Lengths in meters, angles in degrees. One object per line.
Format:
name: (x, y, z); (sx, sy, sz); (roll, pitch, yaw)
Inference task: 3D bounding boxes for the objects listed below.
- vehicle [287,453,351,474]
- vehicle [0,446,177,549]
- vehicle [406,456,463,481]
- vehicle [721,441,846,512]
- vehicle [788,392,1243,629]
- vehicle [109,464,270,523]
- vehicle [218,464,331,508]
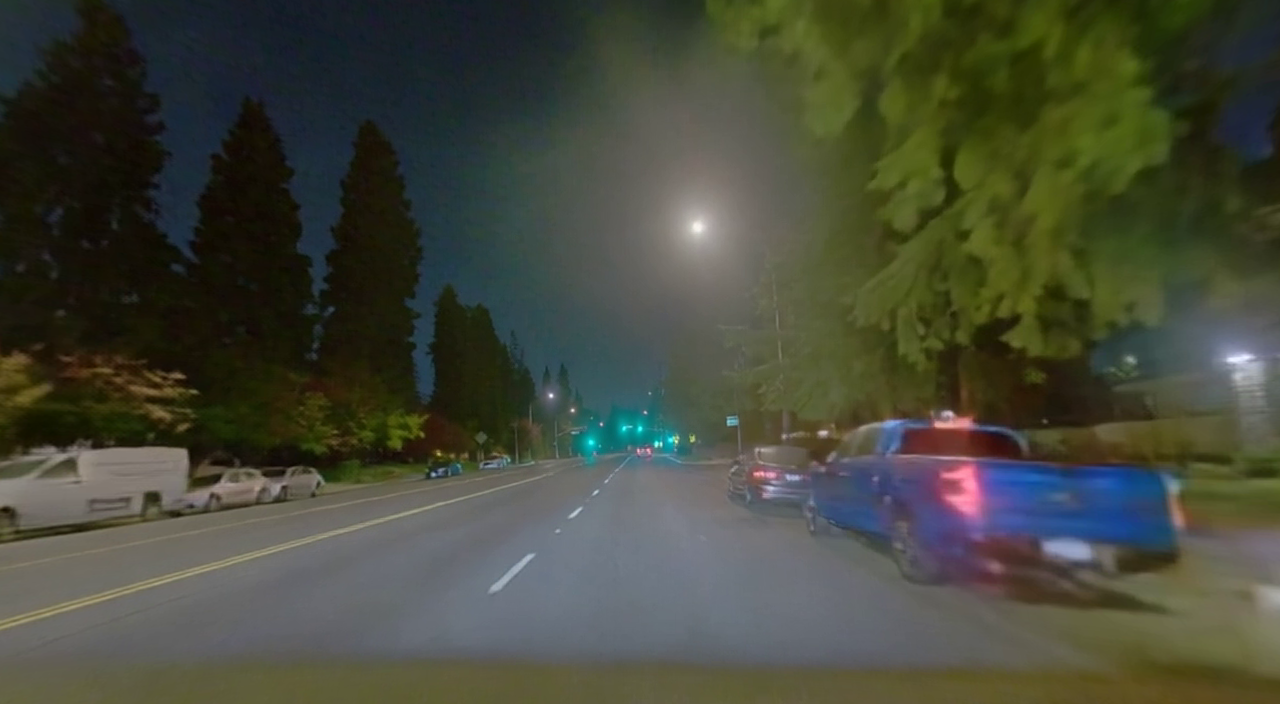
vehicle: (-24.154, 8.442, 47.641); (3.894, 1.459, 1.638); (0, -12, 0)
vehicle: (-13.665, 3.201, 14.319); (2.155, 1.991, 5.722); (-3, -8, -2)
vehicle: (-13.594, 7.715, 42.058); (1.901, 1.481, 4.636); (-1, -9, 4)
vehicle: (3.456, 3.094, 16.276); (2.093, 1.524, 4.835); (0, -9, 0)
vehicle: (3.531, 1.616, 7.655); (2.112, 1.802, 5.474); (0, -8, 0)
vehicle: (-13.763, 4.298, 19.693); (1.801, 1.464, 4.367); (0, -8, 0)
vehicle: (-13.779, 5.044, 24.174); (1.802, 1.402, 4.251); (-1, -9, 0)
